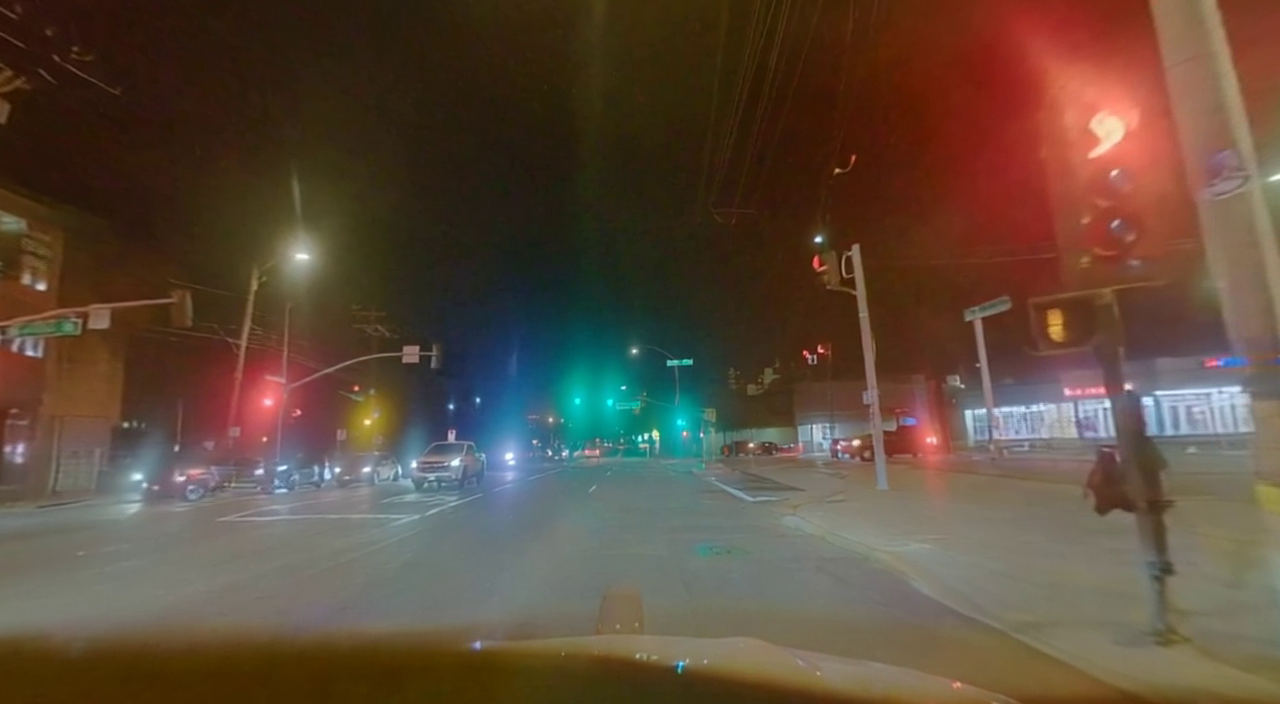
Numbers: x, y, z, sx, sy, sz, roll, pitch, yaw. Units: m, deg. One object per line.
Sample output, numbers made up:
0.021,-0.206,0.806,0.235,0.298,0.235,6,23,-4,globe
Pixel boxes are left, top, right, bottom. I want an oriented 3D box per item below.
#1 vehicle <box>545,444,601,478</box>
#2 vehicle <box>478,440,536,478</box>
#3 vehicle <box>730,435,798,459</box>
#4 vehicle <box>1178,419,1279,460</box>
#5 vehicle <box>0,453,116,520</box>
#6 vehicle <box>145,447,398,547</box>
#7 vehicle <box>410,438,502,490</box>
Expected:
-3.074,5.106,29.876,2.147,1.472,4.406,0,-9,0,vehicle
-6.211,5.034,29.854,1.954,1.644,4.290,0,-9,-2,vehicle
9.225,7.107,47.153,4.568,1.704,2.038,1,-9,-5,vehicle
24.978,3.661,26.267,1.690,1.559,3.521,1,-9,-5,vehicle
-16.617,3.510,16.796,1.964,1.569,4.256,1,-9,-8,vehicle
-6.459,2.539,11.861,1.960,1.479,4.654,0,-9,0,vehicle
-6.378,3.919,22.297,2.012,1.664,3.917,0,-9,1,vehicle
